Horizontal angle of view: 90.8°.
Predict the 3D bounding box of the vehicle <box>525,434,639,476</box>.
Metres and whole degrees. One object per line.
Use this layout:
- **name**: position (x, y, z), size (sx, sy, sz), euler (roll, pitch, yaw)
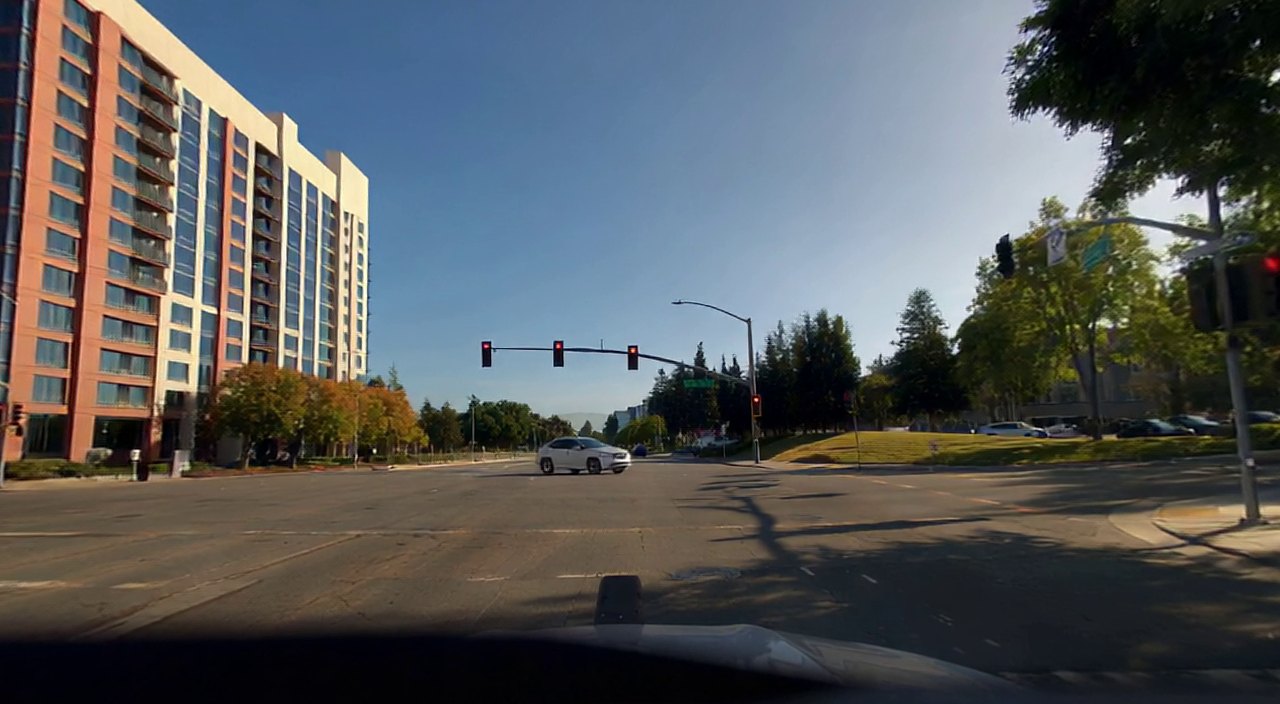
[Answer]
- **vehicle**: position (-2.857, 4.938, 30.468), size (5.357, 1.814, 2.141), euler (-6, -10, 36)
